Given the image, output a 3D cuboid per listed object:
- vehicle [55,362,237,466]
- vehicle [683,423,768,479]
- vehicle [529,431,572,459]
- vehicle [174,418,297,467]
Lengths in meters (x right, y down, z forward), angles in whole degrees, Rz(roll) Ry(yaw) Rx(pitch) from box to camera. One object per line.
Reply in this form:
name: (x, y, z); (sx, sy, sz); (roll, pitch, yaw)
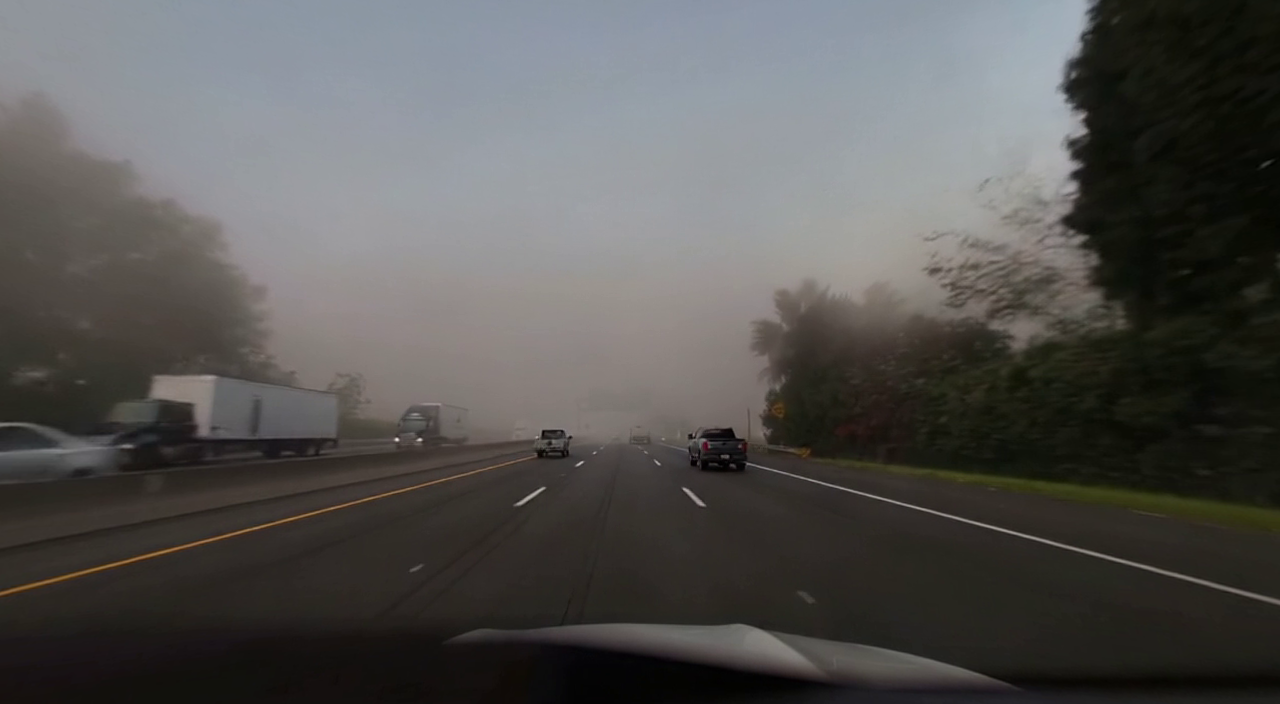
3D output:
vehicle: (-20.869, 2.765, 27.199); (2.924, 3.975, 5.916); (1, -8, -2)
vehicle: (2.657, 3.200, 20.711); (2.022, 1.637, 4.229); (1, -8, -3)
vehicle: (-5.191, 5.406, 36.895); (1.996, 1.518, 4.229); (1, -8, -2)
vehicle: (-16.874, 3.806, 26.673); (2.046, 1.862, 4.919); (1, -8, -2)
